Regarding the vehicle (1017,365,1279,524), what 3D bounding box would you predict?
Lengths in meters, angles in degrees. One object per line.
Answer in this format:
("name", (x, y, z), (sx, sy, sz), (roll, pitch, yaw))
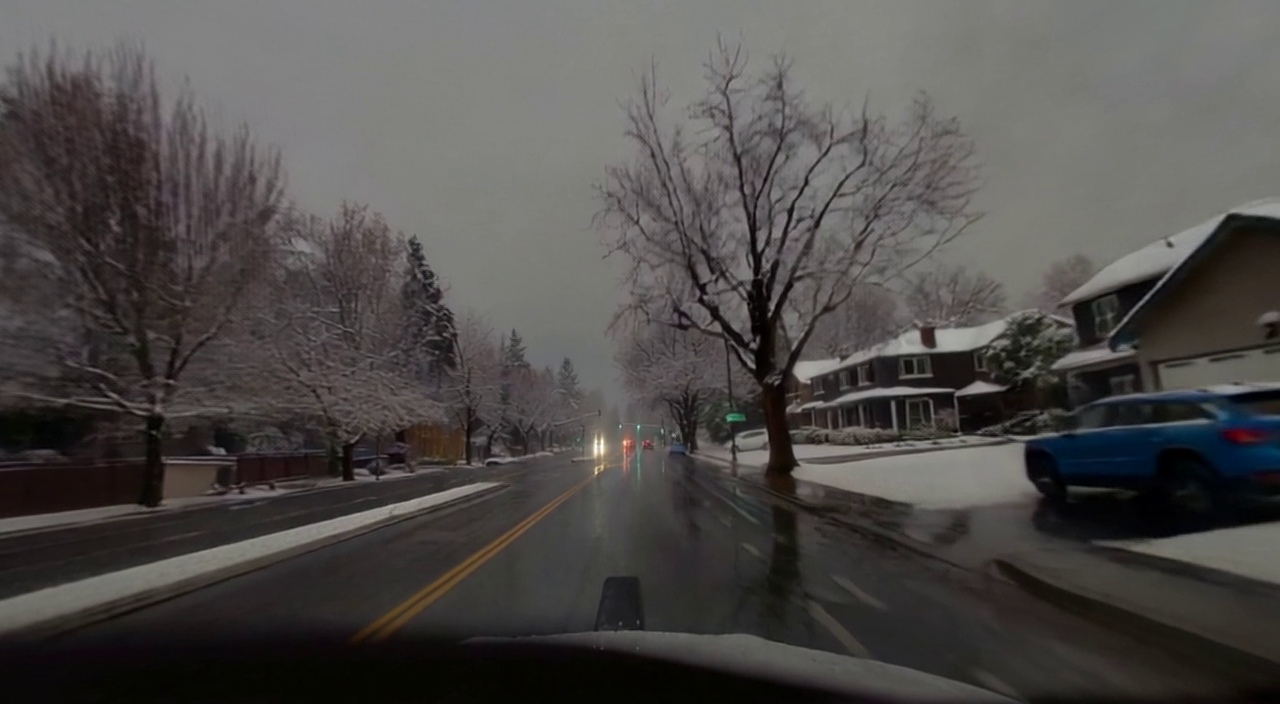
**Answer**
("vehicle", (8.308, 1.361, 9.573), (2.051, 1.801, 4.785), (-6, -9, -1))
